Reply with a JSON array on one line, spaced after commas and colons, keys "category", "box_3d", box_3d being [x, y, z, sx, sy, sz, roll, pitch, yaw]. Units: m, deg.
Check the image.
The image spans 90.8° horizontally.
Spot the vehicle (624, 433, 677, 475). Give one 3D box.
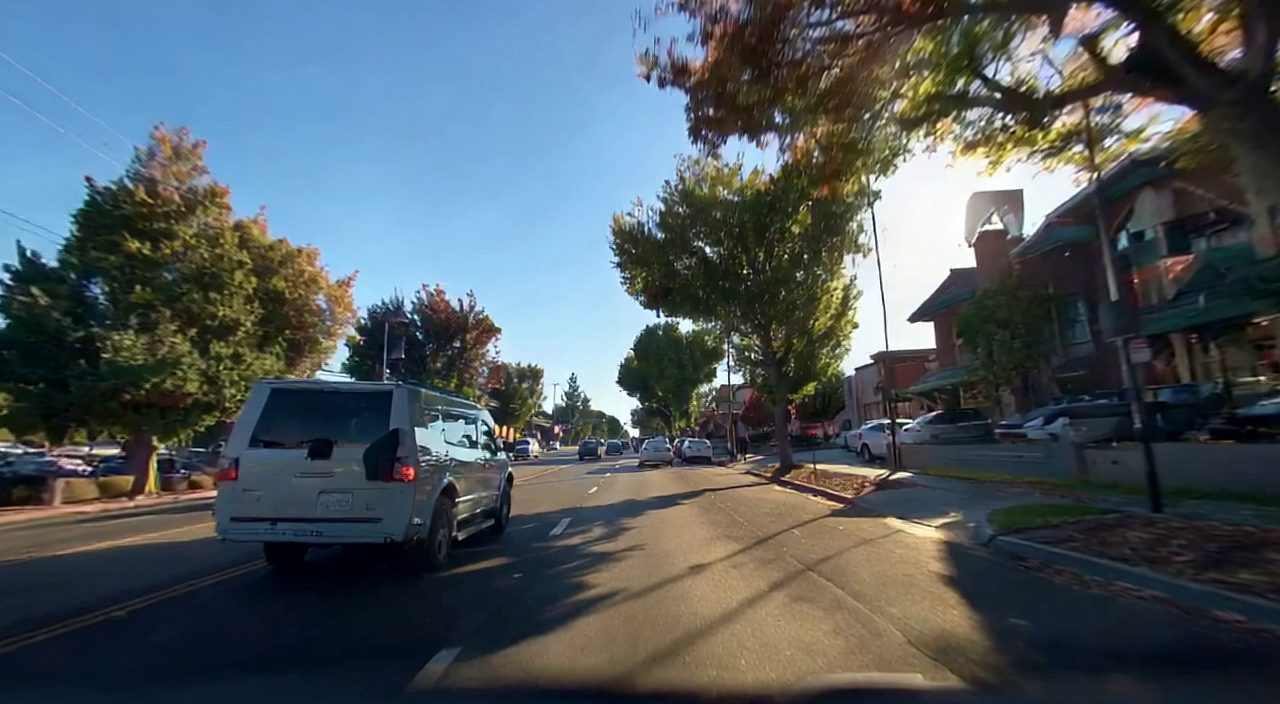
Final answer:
[{"category": "vehicle", "box_3d": [0.419, 4.434, 27.640, 2.126, 1.657, 4.132, 0, -9, 0]}]

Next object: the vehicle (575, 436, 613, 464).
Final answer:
[{"category": "vehicle", "box_3d": [-2.828, 6.174, 39.790, 2.028, 1.689, 4.162, 0, -9, 1]}]

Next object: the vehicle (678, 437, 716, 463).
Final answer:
[{"category": "vehicle", "box_3d": [3.774, 6.598, 42.701, 1.947, 1.646, 4.782, 0, -9, -2]}]

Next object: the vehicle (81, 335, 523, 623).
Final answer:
[{"category": "vehicle", "box_3d": [-2.954, 1.299, 7.280, 2.213, 2.123, 5.124, 0, -9, 0]}]
